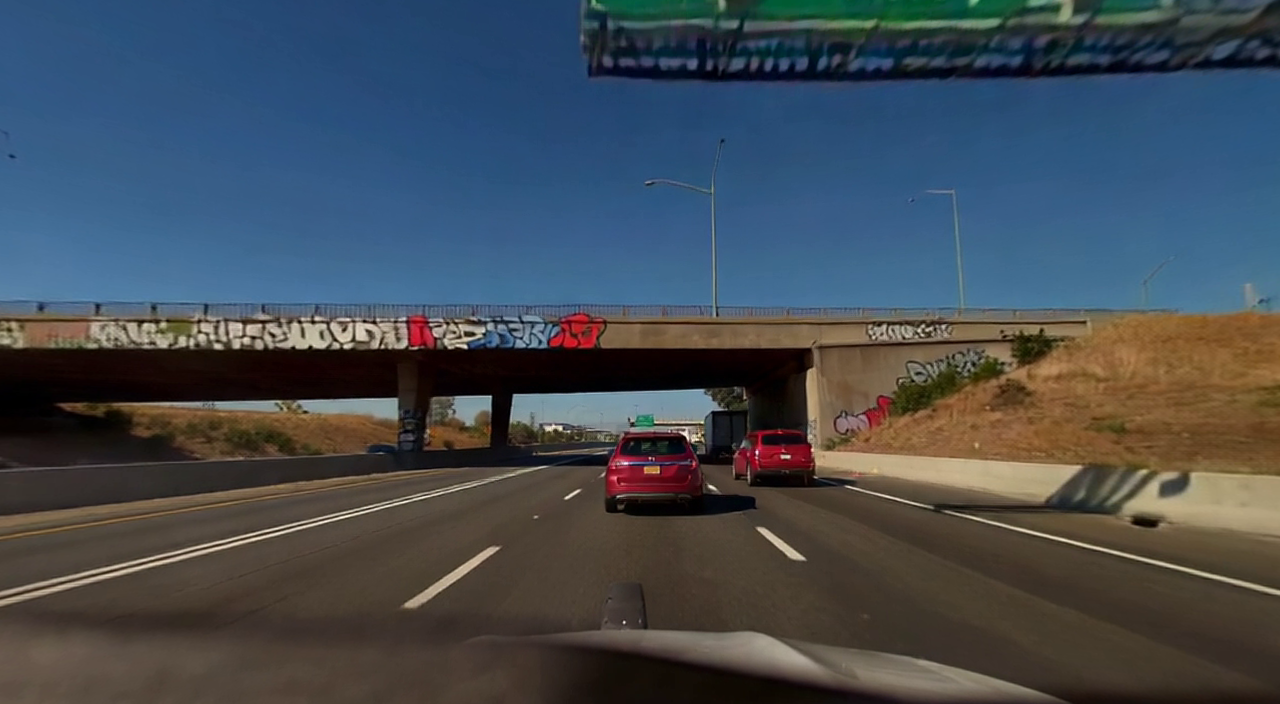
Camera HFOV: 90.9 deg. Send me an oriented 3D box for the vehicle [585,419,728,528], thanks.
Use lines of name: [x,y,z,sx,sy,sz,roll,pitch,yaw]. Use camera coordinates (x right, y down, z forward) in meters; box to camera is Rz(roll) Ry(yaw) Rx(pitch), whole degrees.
vehicle: [0.284,2.160,11.750,2.193,1.651,3.946,0,-8,1]

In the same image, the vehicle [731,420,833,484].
vehicle: [4.767,3.485,22.283,2.311,1.922,5.977,0,-8,1]
